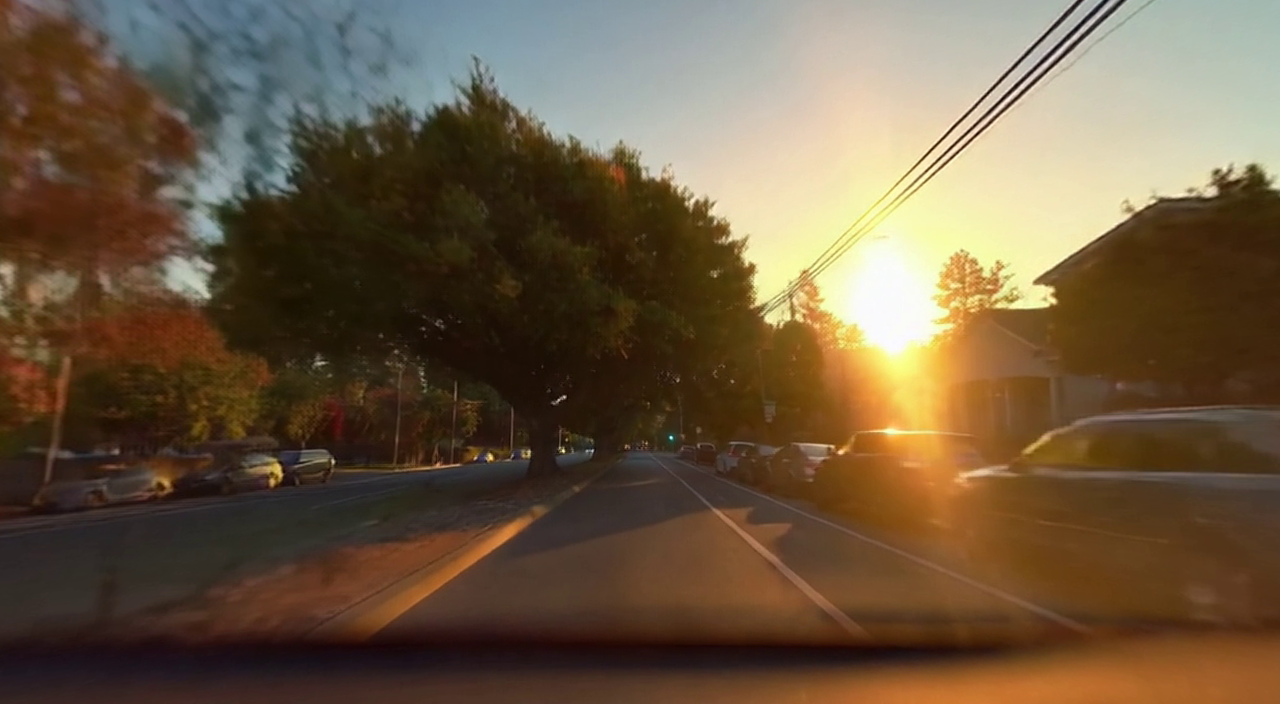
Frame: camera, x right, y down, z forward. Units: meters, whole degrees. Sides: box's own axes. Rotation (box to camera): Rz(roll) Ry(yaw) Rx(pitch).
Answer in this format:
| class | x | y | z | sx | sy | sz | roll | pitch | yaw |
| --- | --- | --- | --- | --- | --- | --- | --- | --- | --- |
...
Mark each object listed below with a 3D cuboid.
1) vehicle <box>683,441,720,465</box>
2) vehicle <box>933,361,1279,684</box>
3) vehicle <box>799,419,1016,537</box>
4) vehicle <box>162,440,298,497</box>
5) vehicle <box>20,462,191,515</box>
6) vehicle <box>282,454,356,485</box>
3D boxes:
| class | x | y | z | sx | sy | sz | roll | pitch | yaw |
| --- | --- | --- | --- | --- | --- | --- | --- | --- | --- |
| vehicle | 4.463 | 7.432 | 46.602 | 2.154 | 1.718 | 4.980 | 0 | -9 | -1 |
| vehicle | 4.514 | 1.205 | 5.225 | 1.926 | 1.778 | 4.568 | 0 | -9 | 0 |
| vehicle | 4.468 | 2.175 | 11.514 | 1.889 | 1.697 | 4.557 | 0 | -9 | -1 |
| vehicle | -17.819 | 5.068 | 27.936 | 2.360 | 2.225 | 5.385 | 0 | -9 | 0 |
| vehicle | -17.788 | 4.530 | 21.382 | 1.921 | 1.480 | 4.392 | 0 | -9 | 0 |
| vehicle | -17.770 | 6.508 | 35.236 | 1.871 | 1.596 | 4.114 | -1 | -9 | 2 |
